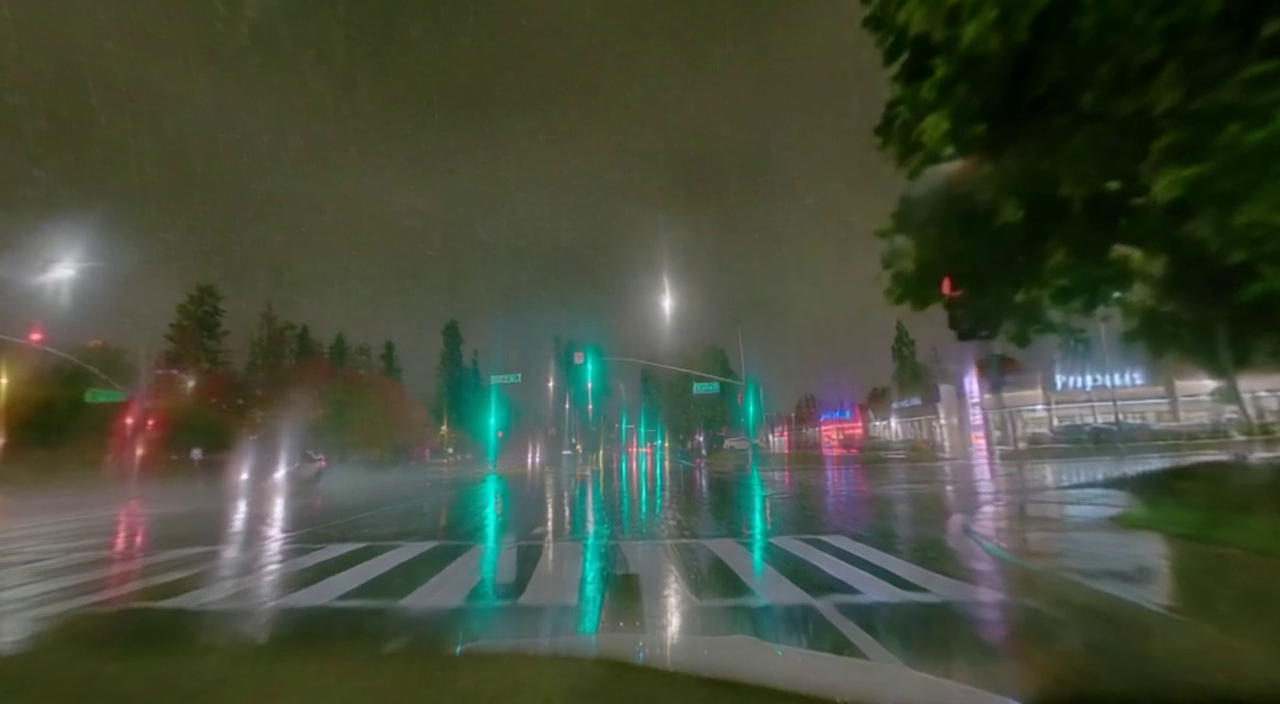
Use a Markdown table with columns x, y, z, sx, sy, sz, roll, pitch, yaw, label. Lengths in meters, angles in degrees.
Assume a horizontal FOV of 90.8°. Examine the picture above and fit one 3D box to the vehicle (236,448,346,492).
| x | y | z | sx | sy | sz | roll | pitch | yaw | label |
| --- | --- | --- | --- | --- | --- | --- | --- | --- | --- |
| -15.615 | 5.268 | 28.654 | 2.071 | 1.800 | 4.954 | 0 | -8 | 2 | vehicle |
